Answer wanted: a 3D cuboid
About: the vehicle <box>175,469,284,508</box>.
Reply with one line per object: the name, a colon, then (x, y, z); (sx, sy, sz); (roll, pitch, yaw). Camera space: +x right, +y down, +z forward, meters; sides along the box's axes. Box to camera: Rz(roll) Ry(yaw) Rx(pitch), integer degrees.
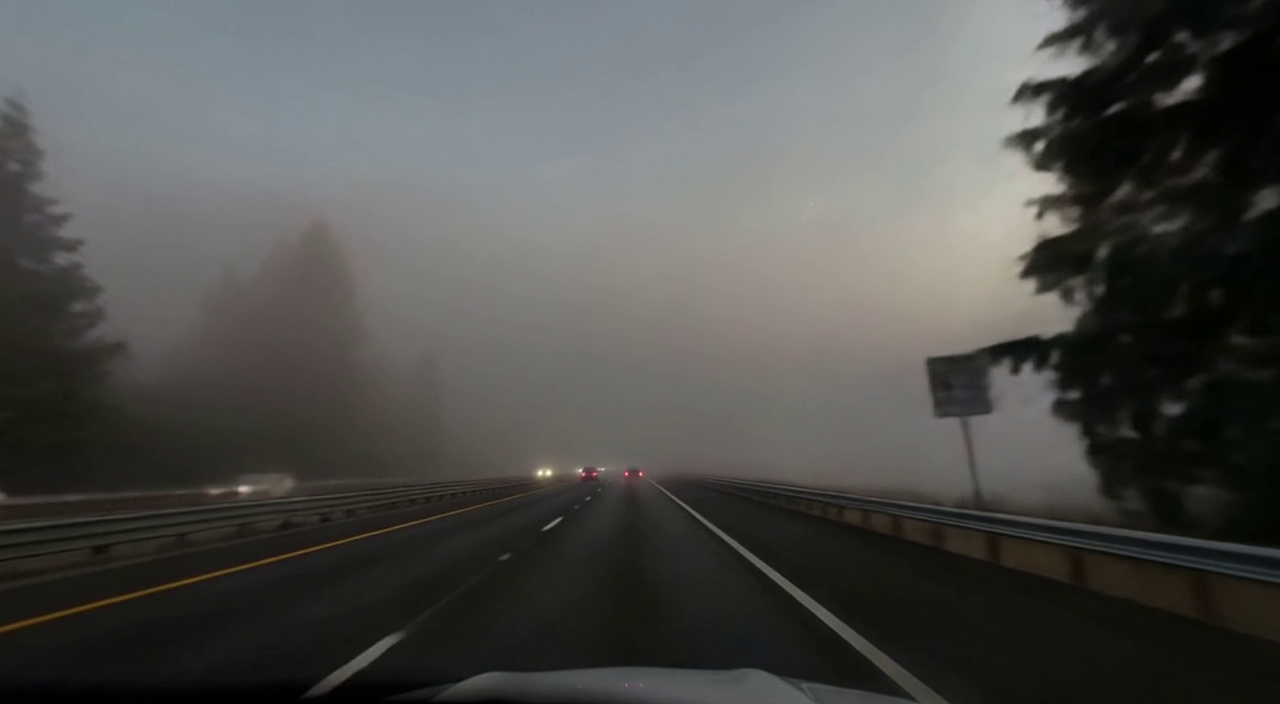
vehicle: (-16.948, 5.623, 26.270); (1.822, 1.430, 4.051); (1, -10, -1)
